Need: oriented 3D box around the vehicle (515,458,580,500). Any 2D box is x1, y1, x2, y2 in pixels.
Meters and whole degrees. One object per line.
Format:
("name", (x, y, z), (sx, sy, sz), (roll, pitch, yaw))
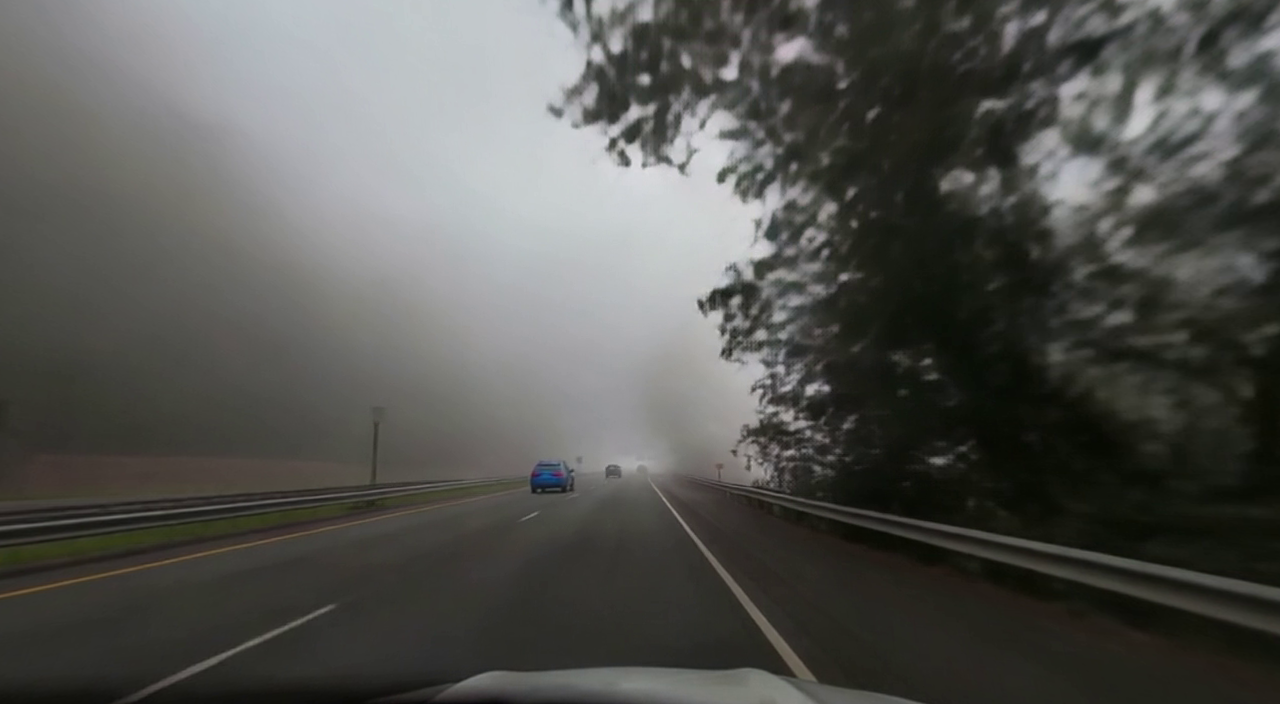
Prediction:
("vehicle", (-3.893, 5.488, 27.357), (2.042, 1.629, 4.276), (0, -10, 2))
